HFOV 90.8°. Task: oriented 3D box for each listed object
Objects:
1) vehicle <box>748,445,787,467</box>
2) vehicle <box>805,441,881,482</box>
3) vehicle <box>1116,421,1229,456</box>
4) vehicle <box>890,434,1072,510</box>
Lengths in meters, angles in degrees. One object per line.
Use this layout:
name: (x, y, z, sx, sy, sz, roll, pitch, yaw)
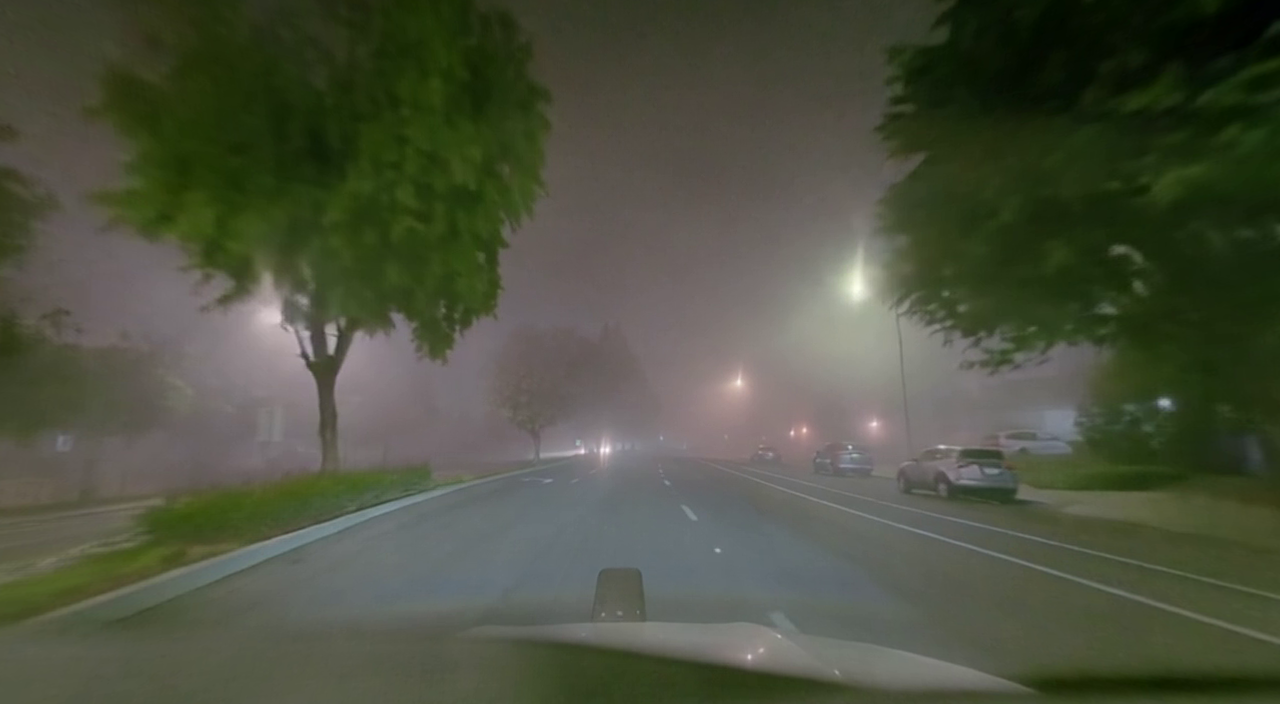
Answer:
vehicle: (9.510, 7.754, 47.440, 2.076, 1.547, 4.398, 0, -9, 1)
vehicle: (9.164, 4.960, 28.960, 1.990, 1.728, 4.597, 0, -9, 1)
vehicle: (25.923, 4.291, 30.976, 1.878, 1.581, 4.259, 0, -9, 2)
vehicle: (8.750, 3.098, 16.869, 2.192, 1.714, 4.885, 0, -9, 1)
